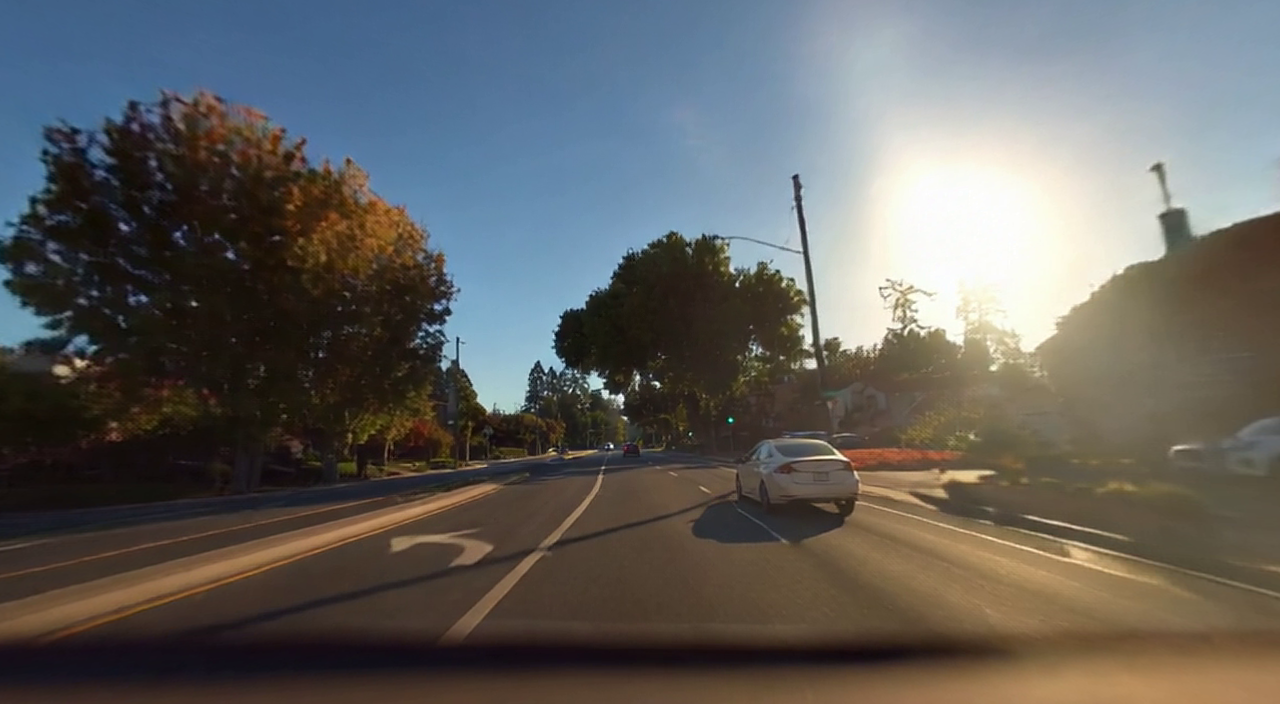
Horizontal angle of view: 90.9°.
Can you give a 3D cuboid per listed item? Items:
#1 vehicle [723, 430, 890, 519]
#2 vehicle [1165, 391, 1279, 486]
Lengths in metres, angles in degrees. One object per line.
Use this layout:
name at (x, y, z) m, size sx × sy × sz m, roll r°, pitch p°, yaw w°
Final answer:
vehicle at (3.093, 2.384, 12.823) m, size 2.134 × 1.476 × 4.327 m, roll 0°, pitch -8°, yaw -1°
vehicle at (14.355, 1.806, 13.180) m, size 4.788 × 1.815 × 2.114 m, roll 0°, pitch -8°, yaw 0°
